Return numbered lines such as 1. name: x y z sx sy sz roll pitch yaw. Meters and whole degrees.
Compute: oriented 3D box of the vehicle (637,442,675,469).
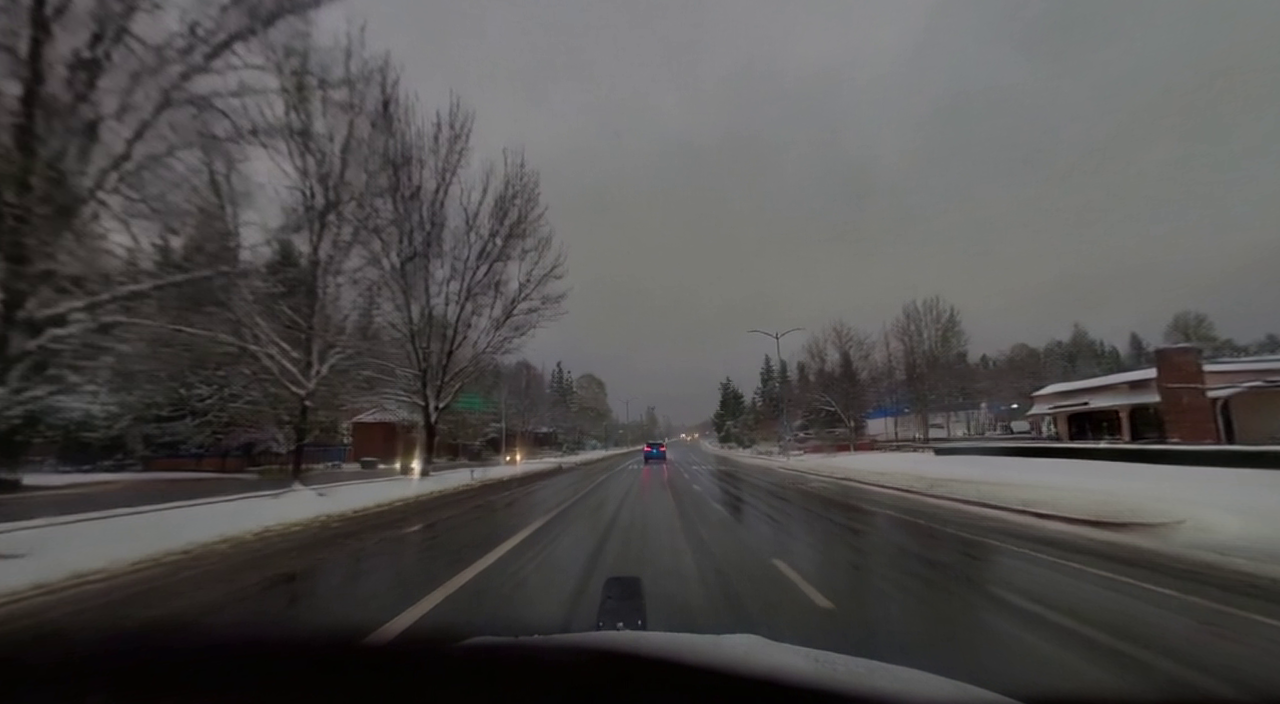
1. vehicle: 0.936 6.181 37.719 2.144 1.505 4.128 0 -9 1
